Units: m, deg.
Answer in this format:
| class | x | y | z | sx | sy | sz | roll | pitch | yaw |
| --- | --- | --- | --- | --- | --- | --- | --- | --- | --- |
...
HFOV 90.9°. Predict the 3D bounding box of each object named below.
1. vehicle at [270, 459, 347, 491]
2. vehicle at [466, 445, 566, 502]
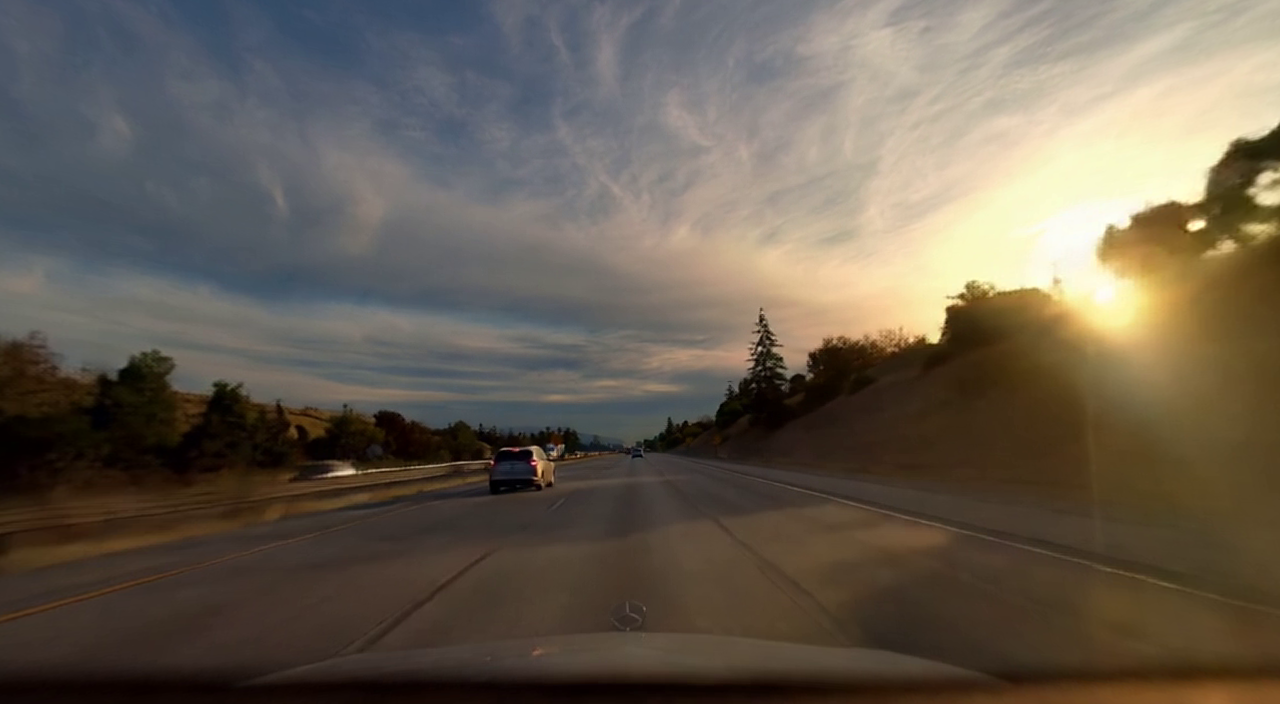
| class | x | y | z | sx | sy | sz | roll | pitch | yaw |
| --- | --- | --- | --- | --- | --- | --- | --- | --- | --- |
| vehicle | -16.483 | 6.102 | 31.514 | 1.827 | 1.450 | 3.766 | 0 | -9 | -1 |
| vehicle | -3.536 | 3.573 | 18.974 | 2.054 | 1.475 | 4.708 | 0 | -9 | 0 |
